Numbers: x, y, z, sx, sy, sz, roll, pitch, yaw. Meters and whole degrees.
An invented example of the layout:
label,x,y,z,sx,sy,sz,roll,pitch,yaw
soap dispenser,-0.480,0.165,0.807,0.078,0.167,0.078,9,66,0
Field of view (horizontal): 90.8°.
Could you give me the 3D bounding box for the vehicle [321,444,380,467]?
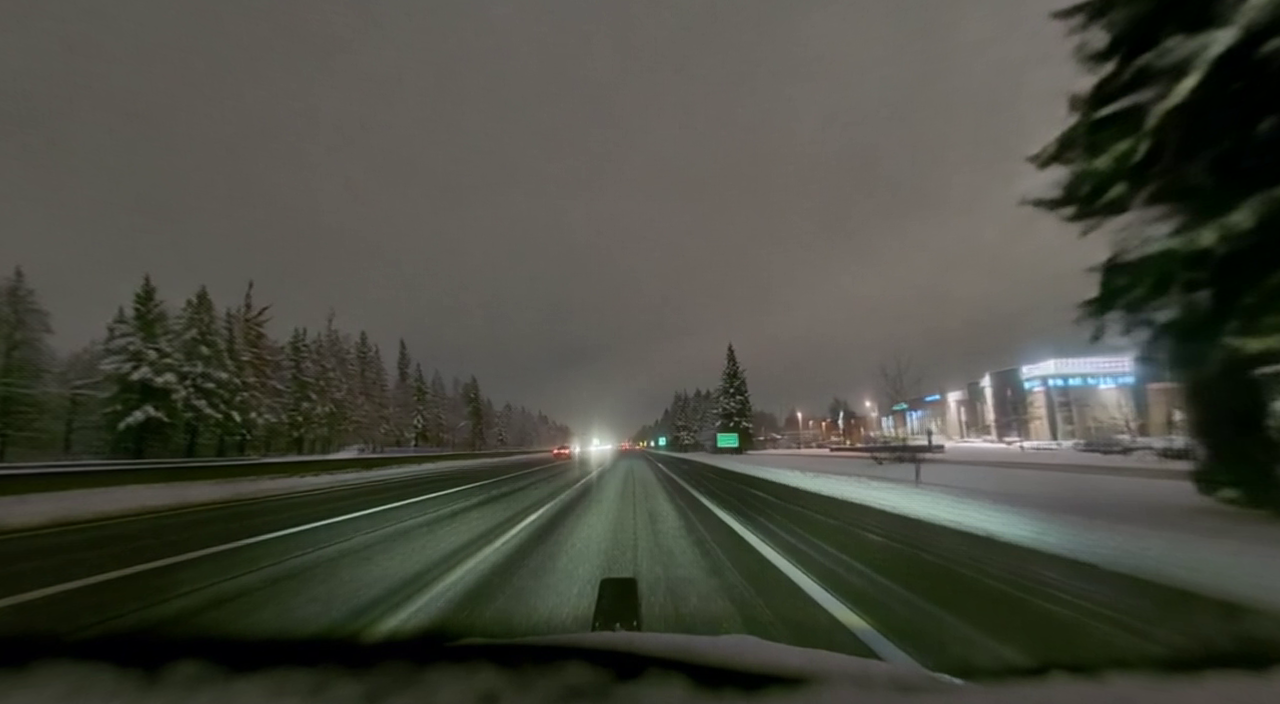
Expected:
label,x,y,z,sx,sy,sz,roll,pitch,yaw
vehicle,-22.762,8.144,49.931,2.067,1.638,5.404,0,-9,0
